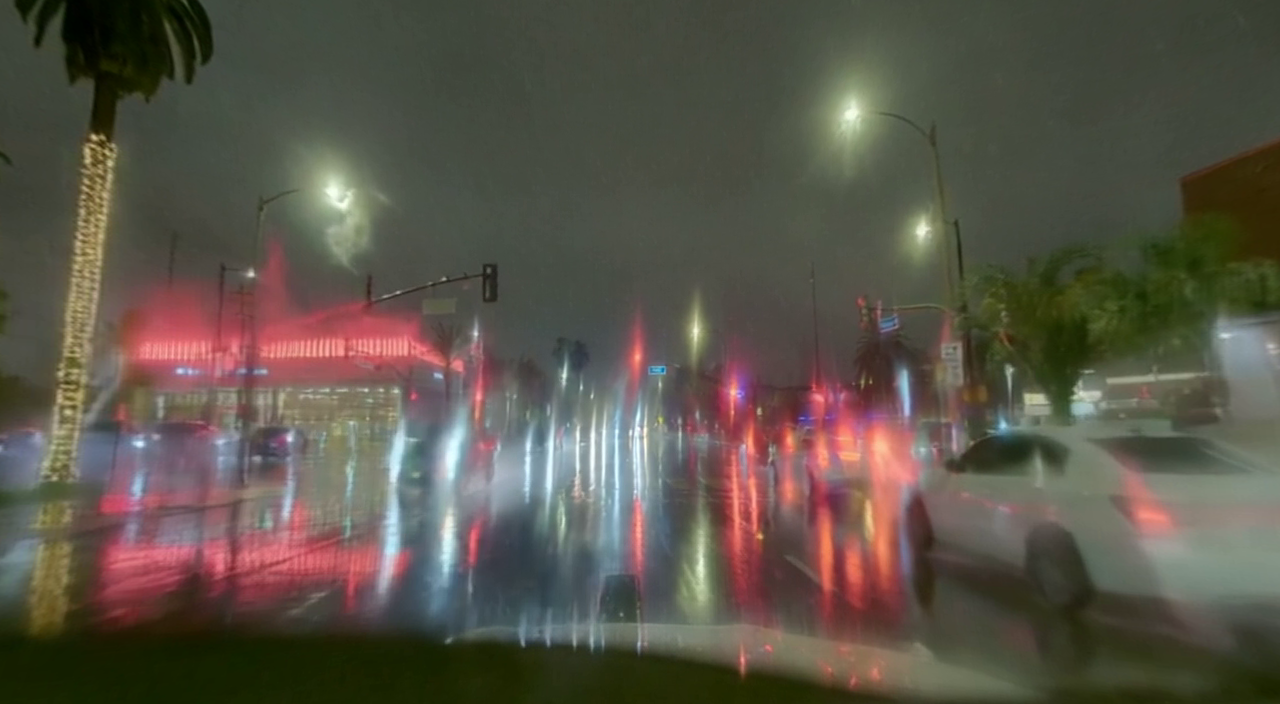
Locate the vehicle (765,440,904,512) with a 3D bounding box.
[{"bbox_3d":[4.445,2.879,15.304,1.963,1.449,4.653,0,-8,1],"label":"vehicle"}]

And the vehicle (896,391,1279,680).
[{"bbox_3d":[4.362,1.409,6.057,2.070,1.711,4.480,-1,-8,3],"label":"vehicle"}]

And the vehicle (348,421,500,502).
[{"bbox_3d":[-5.437,2.822,16.776,2.324,1.808,4.946,0,-8,-1],"label":"vehicle"}]

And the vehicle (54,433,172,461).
[{"bbox_3d":[-28.460,5.124,34.171,4.734,1.416,2.083,-1,-7,6],"label":"vehicle"}]

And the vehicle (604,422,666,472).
[{"bbox_3d":[-0.219,3.819,25.538,2.264,1.798,4.531,0,-8,-1],"label":"vehicle"}]

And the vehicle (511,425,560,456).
[{"bbox_3d":[-6.022,5.154,36.837,2.040,1.670,4.508,0,-8,0],"label":"vehicle"}]

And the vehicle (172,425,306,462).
[{"bbox_3d":[-20.854,4.775,33.013,5.674,1.804,2.190,-1,-8,6],"label":"vehicle"}]
